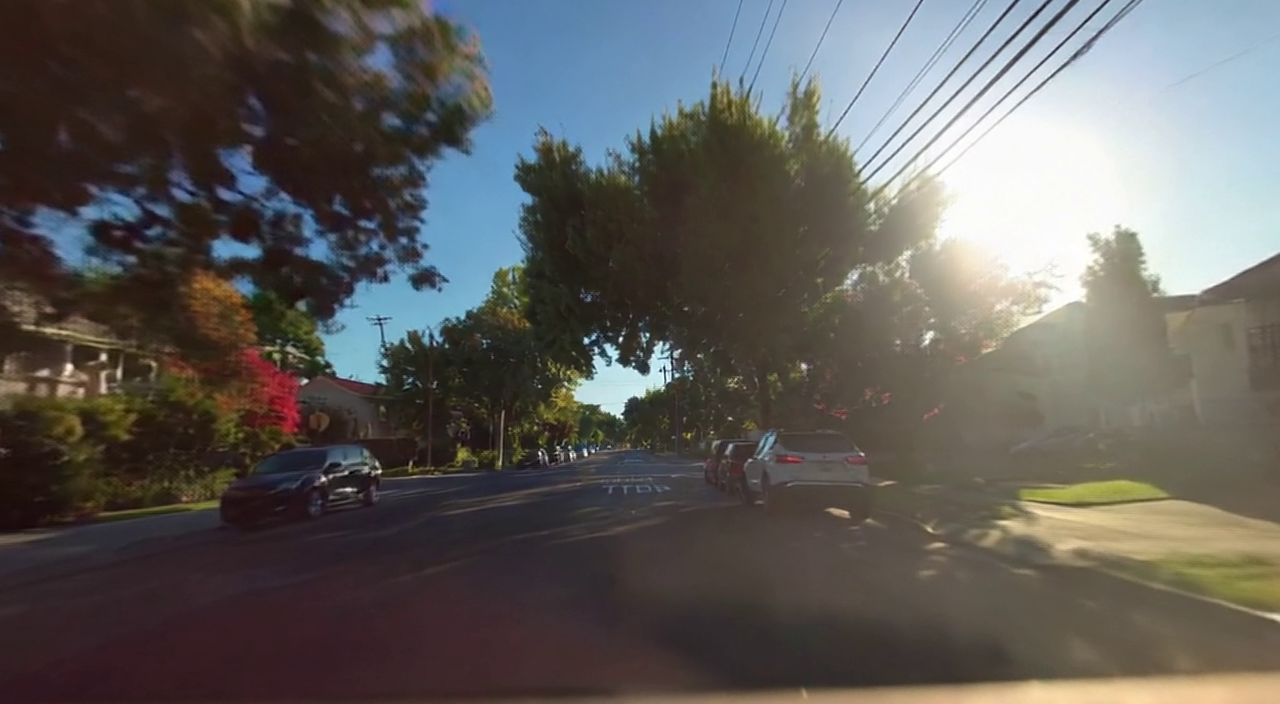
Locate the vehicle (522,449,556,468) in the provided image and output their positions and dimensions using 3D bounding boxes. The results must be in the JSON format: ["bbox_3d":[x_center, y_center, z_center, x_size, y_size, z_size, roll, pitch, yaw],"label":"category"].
[{"bbox_3d":[-7.530,7.933,47.321,1.926,1.307,3.909,0,-9,0],"label":"vehicle"}]

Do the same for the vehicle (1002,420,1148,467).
[{"bbox_3d":[19.221,4.071,28.094,4.826,1.933,2.166,1,-8,1],"label":"vehicle"}]

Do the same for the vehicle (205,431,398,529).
[{"bbox_3d":[-7.315,2.858,14.272,1.980,1.664,4.342,-5,-11,-1],"label":"vehicle"}]

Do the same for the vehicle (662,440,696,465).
[{"bbox_3d":[2.794,7.317,46.197,2.114,1.708,4.474,0,-9,-1],"label":"vehicle"}]

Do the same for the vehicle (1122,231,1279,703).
[{"bbox_3d":[3.433,0.255,0.105,2.111,2.054,5.748,0,-9,0],"label":"vehicle"}]

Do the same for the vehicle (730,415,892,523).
[{"bbox_3d":[3.162,2.280,12.737,1.993,1.778,4.311,0,-9,0],"label":"vehicle"}]
